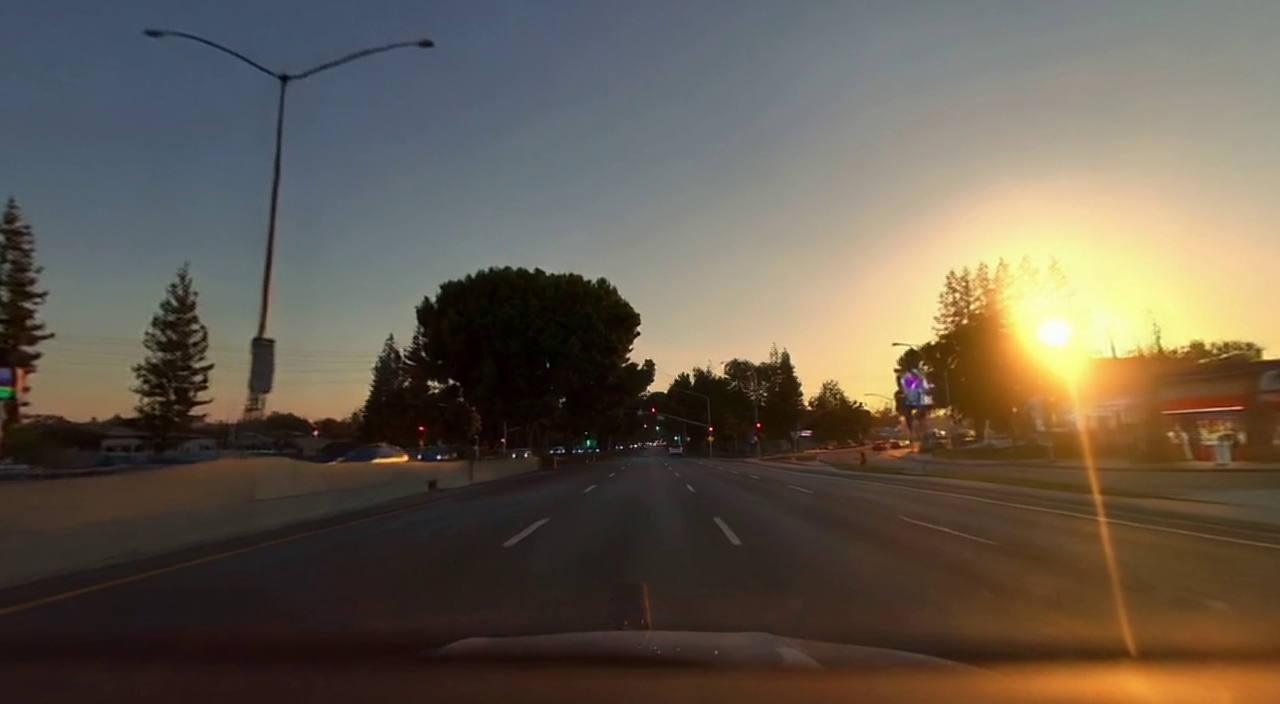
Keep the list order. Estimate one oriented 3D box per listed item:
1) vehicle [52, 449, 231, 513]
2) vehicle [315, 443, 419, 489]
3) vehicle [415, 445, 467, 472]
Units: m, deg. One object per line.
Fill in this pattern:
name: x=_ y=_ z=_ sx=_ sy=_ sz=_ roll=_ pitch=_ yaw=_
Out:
vehicle: x=-13.319 y=3.420 z=17.191 sx=1.722 sy=1.510 sz=3.779 roll=0 pitch=-8 yaw=1
vehicle: x=-10.352 y=4.324 z=24.322 sx=2.059 sy=1.621 sz=4.269 roll=0 pitch=-8 yaw=1
vehicle: x=-13.479 y=7.231 z=42.988 sx=2.078 sy=1.684 sz=4.505 roll=0 pitch=-8 yaw=1
